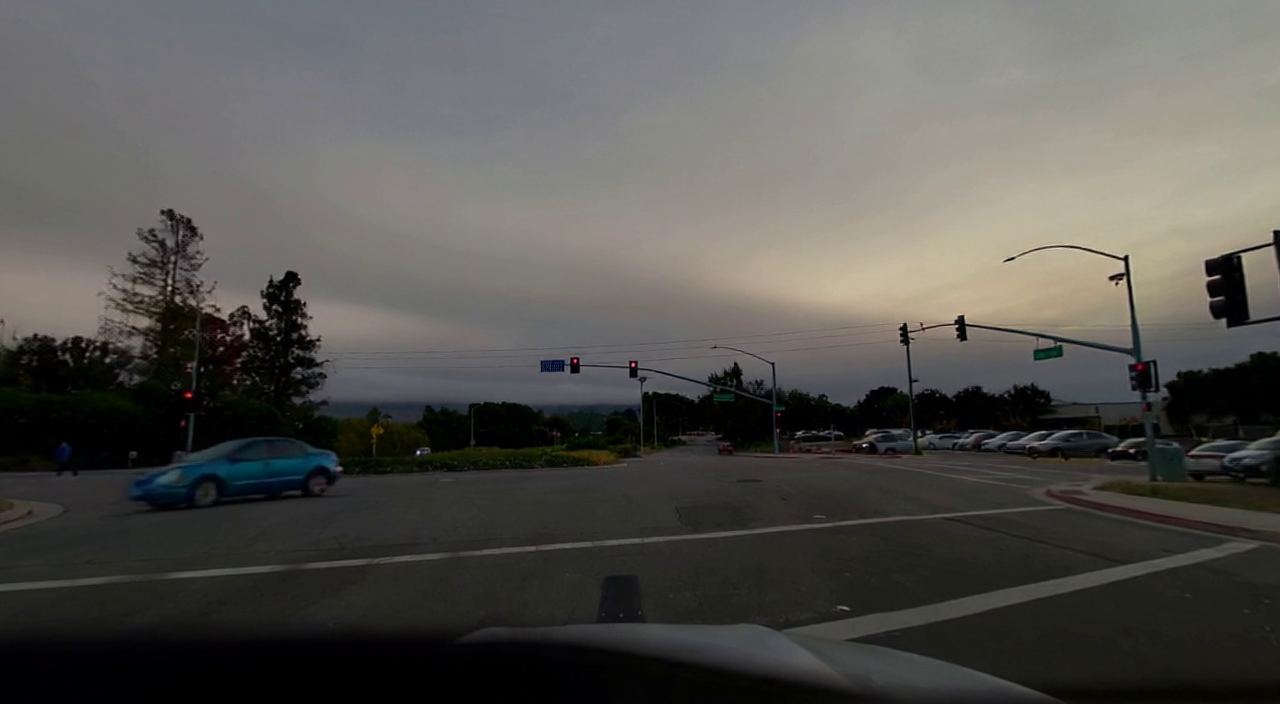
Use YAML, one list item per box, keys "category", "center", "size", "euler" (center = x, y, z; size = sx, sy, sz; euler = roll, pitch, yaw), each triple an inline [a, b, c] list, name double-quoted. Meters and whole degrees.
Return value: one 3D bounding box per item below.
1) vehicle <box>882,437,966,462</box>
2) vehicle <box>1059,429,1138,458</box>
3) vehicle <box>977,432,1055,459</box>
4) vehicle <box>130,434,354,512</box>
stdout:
- category: "vehicle"
  center: [18.698, 6.423, 41.623]
  size: [5.234, 1.549, 1.982]
  euler: [4, -9, -24]
- category: "vehicle"
  center: [36.105, 7.205, 49.731]
  size: [6.148, 2.119, 2.473]
  euler: [4, -10, -28]
- category: "vehicle"
  center: [26.963, 6.727, 45.261]
  size: [5.032, 1.828, 2.183]
  euler: [4, -9, -24]
- category: "vehicle"
  center: [-8.943, 2.700, 14.562]
  size: [1.740, 1.500, 3.896]
  euler: [-5, -10, 29]
